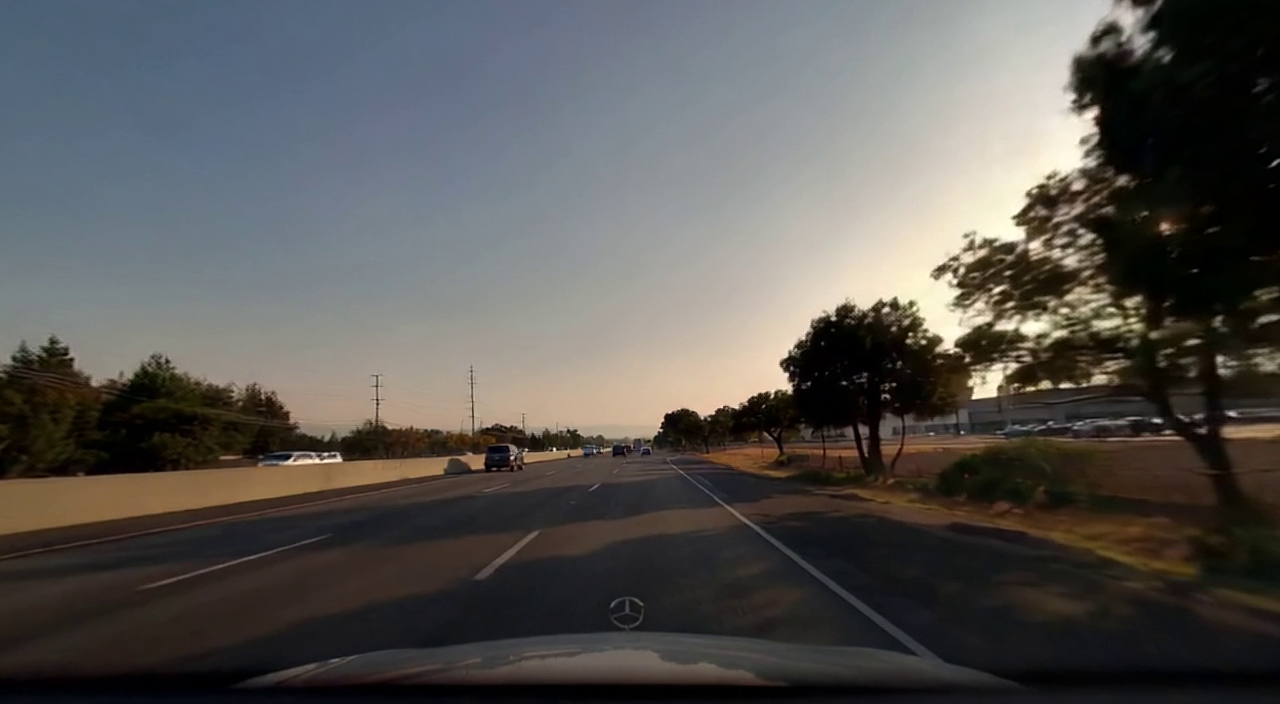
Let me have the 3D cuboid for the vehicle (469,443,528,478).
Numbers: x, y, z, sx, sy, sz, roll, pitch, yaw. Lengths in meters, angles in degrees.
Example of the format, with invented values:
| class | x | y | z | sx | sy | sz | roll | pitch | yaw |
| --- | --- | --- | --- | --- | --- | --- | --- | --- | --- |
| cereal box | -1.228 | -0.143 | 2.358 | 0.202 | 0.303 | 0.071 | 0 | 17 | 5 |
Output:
| class | x | y | z | sx | sy | sz | roll | pitch | yaw |
| --- | --- | --- | --- | --- | --- | --- | --- | --- | --- |
| vehicle | -7.311 | 5.604 | 32.936 | 2.021 | 1.699 | 4.324 | -1 | -8 | 1 |

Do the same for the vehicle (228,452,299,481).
| class | x | y | z | sx | sy | sz | roll | pitch | yaw |
| --- | --- | --- | --- | --- | --- | --- | --- | --- | --- |
| vehicle | -24.525 | 7.443 | 41.263 | 1.926 | 1.679 | 4.399 | -1 | -8 | 0 |
